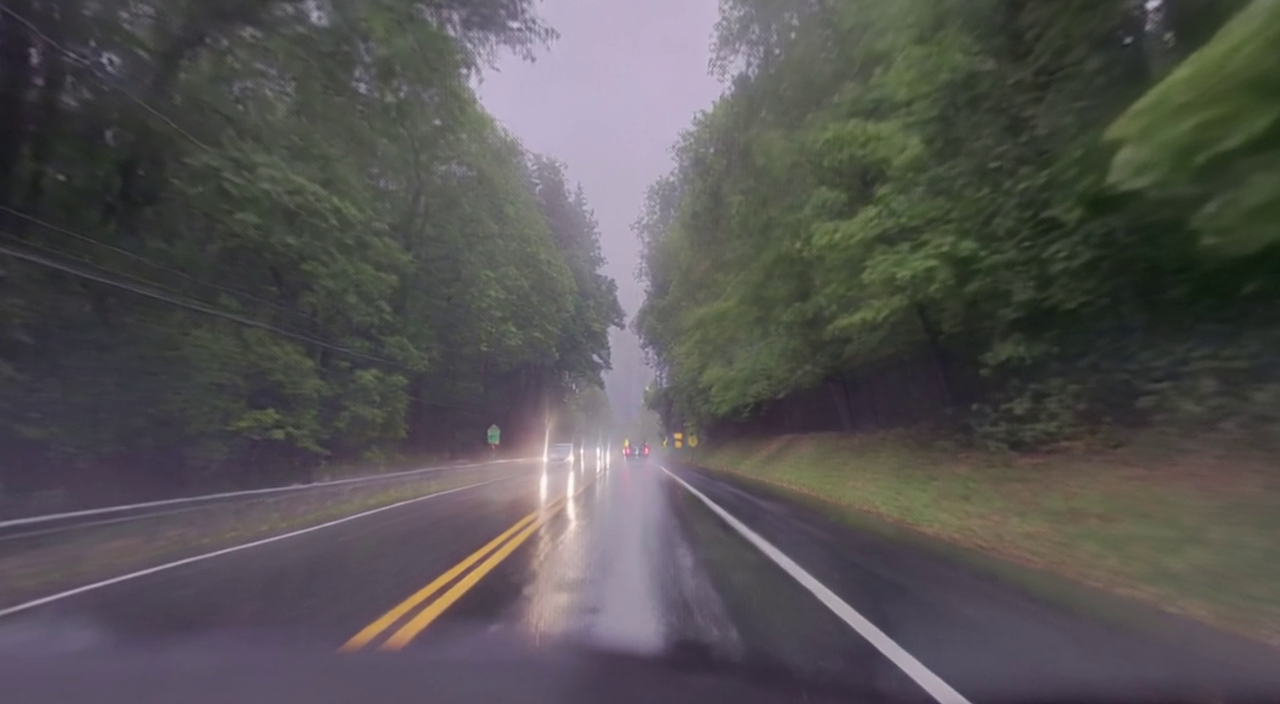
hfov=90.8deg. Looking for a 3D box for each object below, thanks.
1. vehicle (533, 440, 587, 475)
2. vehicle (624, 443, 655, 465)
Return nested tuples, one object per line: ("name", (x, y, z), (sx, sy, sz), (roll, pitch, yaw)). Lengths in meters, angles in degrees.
("vehicle", (-3.827, 5.098, 30.762), (1.987, 1.526, 4.205), (0, -8, 1))
("vehicle", (-0.055, 7.271, 45.265), (2.067, 1.486, 3.861), (0, -8, 0))
